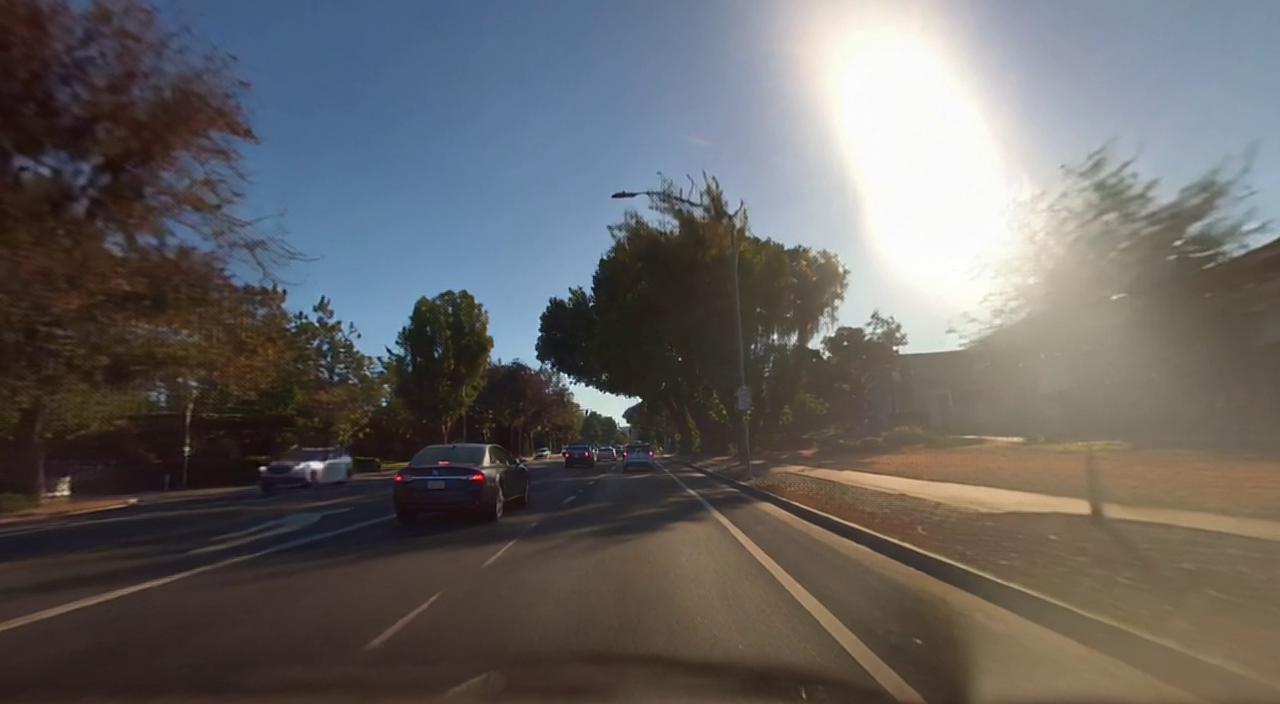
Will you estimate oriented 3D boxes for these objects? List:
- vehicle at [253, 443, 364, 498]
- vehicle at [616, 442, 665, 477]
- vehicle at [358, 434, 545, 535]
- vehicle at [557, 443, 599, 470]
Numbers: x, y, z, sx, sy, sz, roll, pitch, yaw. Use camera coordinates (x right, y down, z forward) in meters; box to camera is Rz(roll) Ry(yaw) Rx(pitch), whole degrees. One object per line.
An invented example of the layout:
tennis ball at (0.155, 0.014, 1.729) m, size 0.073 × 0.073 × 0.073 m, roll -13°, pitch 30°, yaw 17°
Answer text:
vehicle at (-12.950, 4.607, 24.964) m, size 2.028 × 1.820 × 4.525 m, roll -4°, pitch -9°, yaw -1°
vehicle at (0.009, 4.805, 28.382) m, size 2.065 × 1.456 × 4.099 m, roll 0°, pitch -9°, yaw 0°
vehicle at (-3.117, 2.290, 11.531) m, size 2.030 × 1.467 × 4.403 m, roll 0°, pitch -9°, yaw 0°
vehicle at (-3.623, 6.223, 37.491) m, size 2.114 × 1.500 × 3.912 m, roll 0°, pitch -9°, yaw 0°
